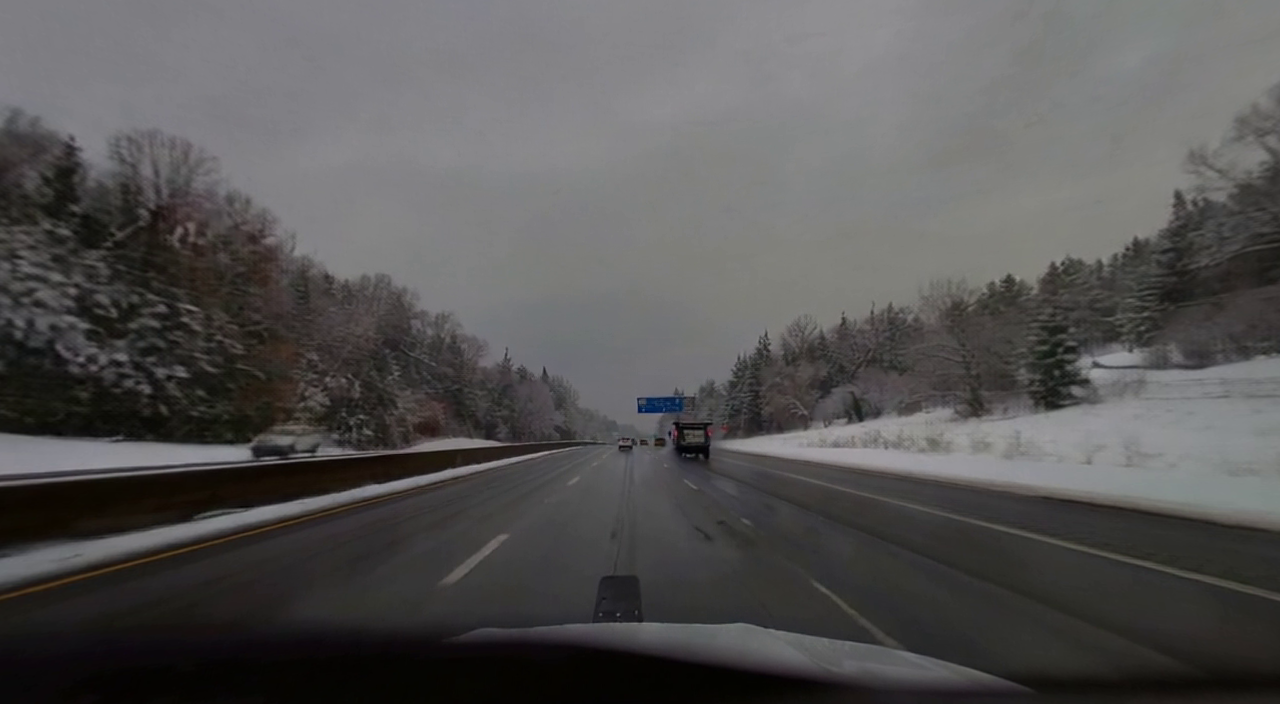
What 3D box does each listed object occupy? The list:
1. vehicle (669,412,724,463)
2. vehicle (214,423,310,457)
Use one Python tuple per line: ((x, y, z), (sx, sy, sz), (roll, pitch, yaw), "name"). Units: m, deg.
((3.009, 4.771, 35.095), (2.411, 2.614, 5.781), (0, -8, -1), "vehicle")
((-19.997, 4.679, 33.587), (1.934, 1.639, 5.343), (0, -8, -1), "vehicle")
